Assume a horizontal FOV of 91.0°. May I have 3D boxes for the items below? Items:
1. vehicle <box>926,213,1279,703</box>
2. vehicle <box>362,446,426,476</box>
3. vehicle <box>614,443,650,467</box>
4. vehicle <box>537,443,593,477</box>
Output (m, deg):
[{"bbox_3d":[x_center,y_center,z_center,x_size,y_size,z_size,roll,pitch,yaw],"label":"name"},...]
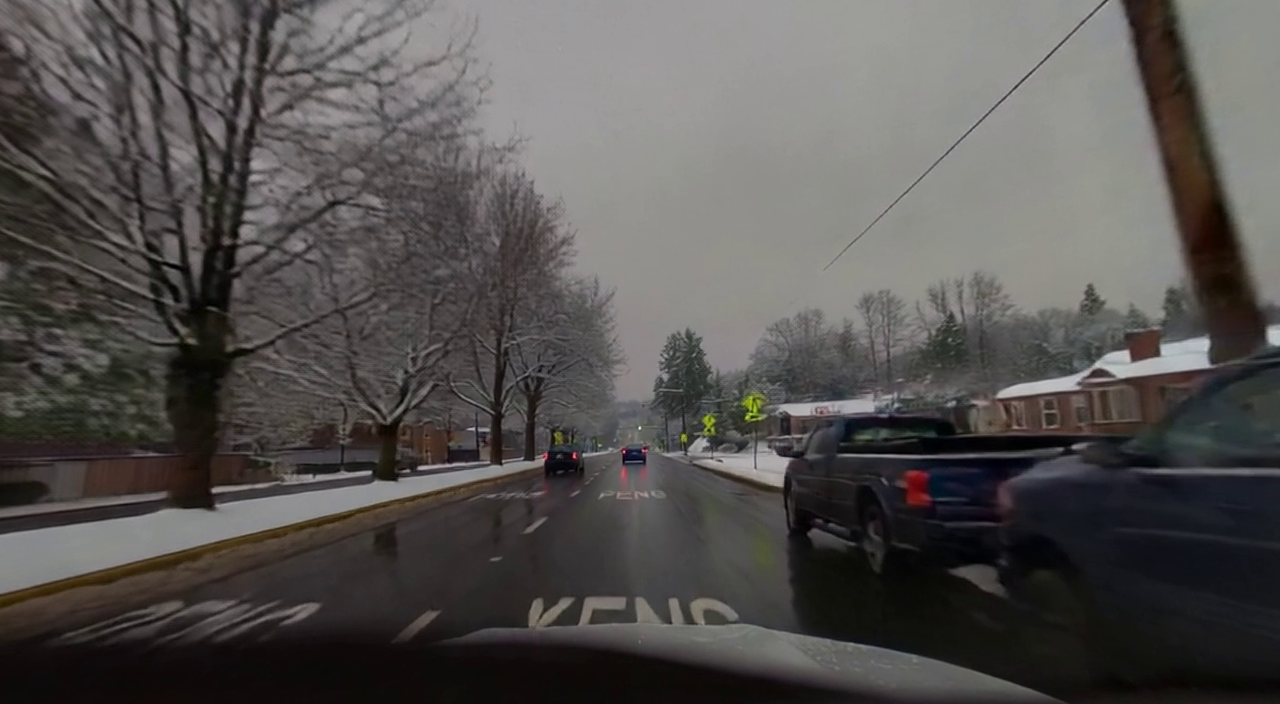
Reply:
[{"bbox_3d":[3.036,0.519,1.543,2.072,2.017,5.590,0,-9,1],"label":"vehicle"},{"bbox_3d":[-15.768,6.995,40.626,2.074,1.769,4.704,0,-9,2],"label":"vehicle"},{"bbox_3d":[-0.497,6.666,40.798,2.187,1.478,4.138,0,-9,-1],"label":"vehicle"},{"bbox_3d":[-3.472,5.093,29.921,2.083,1.460,4.527,0,-9,0],"label":"vehicle"}]
